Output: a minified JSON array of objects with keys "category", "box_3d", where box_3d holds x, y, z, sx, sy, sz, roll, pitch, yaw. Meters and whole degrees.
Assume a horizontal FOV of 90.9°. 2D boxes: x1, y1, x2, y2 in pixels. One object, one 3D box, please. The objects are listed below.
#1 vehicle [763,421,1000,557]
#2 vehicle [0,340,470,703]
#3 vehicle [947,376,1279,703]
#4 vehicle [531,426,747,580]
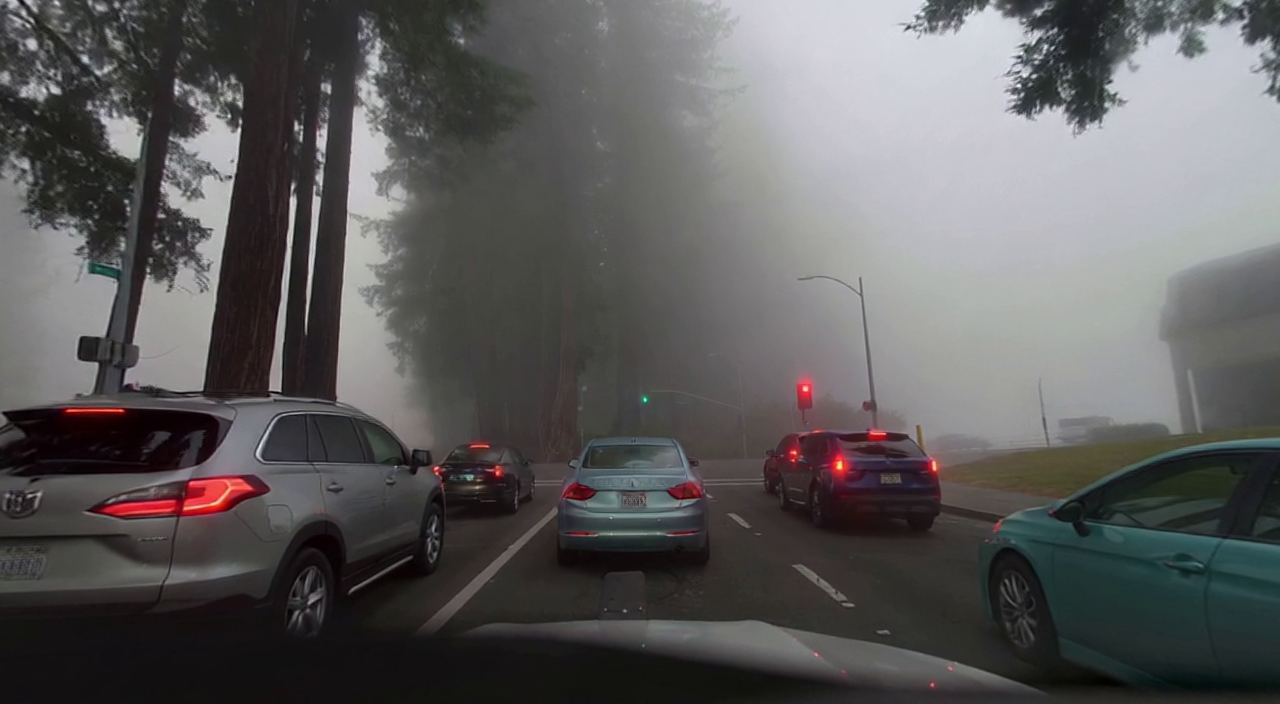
[{"category":"vehicle","box_3d":[3.412,2.021,10.023,2.040,1.647,4.379,0,-9,1]},{"category":"vehicle","box_3d":[-3.143,1.162,5.055,2.168,1.750,4.625,-1,-8,1]},{"category":"vehicle","box_3d":[3.324,0.961,2.829,1.899,1.588,3.888,0,-9,0]},{"category":"vehicle","box_3d":[-0.035,1.801,8.319,2.147,1.507,3.953,0,-8,-1]}]
